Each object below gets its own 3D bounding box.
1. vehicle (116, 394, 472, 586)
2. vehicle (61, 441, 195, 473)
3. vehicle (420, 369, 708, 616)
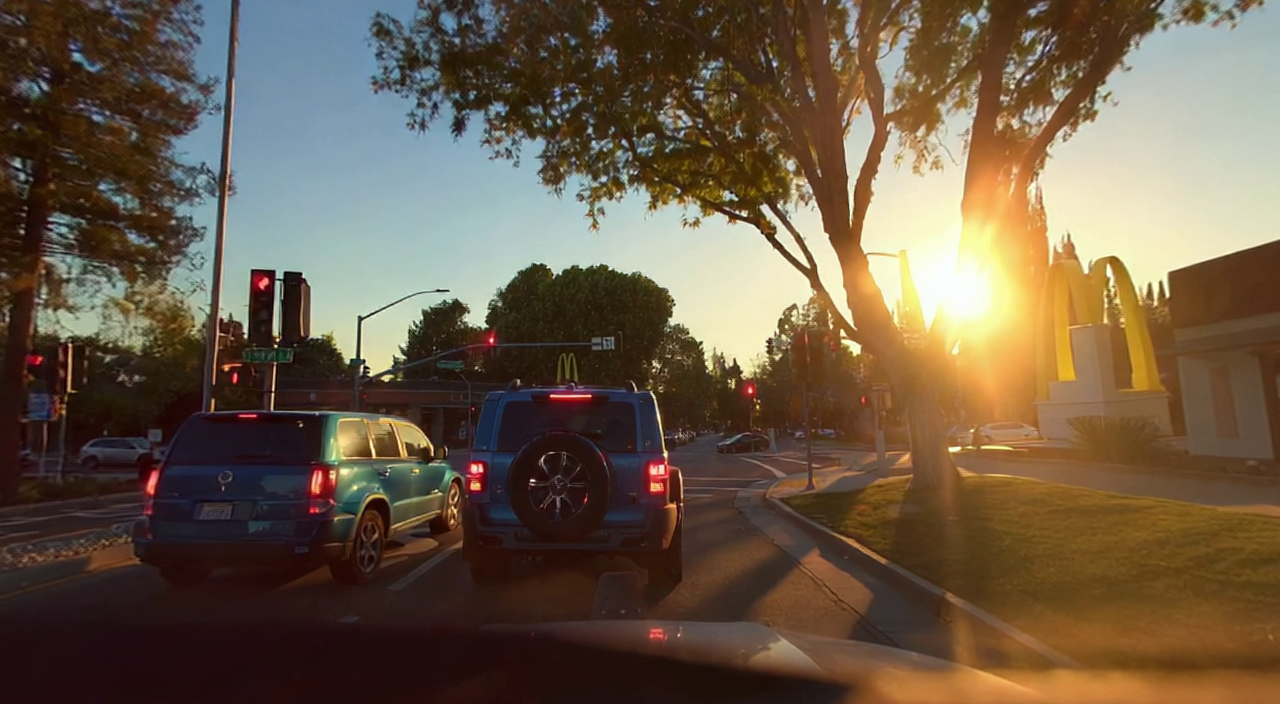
[{"bbox_3d":[-3.910,1.652,8.346,2.130,1.819,4.497,0,-8,0],"label":"vehicle"},{"bbox_3d":[-25.239,5.187,31.371,4.713,1.445,1.887,4,-9,-24],"label":"vehicle"},{"bbox_3d":[-0.630,1.435,7.331,2.224,1.923,4.643,0,-8,-1],"label":"vehicle"}]
